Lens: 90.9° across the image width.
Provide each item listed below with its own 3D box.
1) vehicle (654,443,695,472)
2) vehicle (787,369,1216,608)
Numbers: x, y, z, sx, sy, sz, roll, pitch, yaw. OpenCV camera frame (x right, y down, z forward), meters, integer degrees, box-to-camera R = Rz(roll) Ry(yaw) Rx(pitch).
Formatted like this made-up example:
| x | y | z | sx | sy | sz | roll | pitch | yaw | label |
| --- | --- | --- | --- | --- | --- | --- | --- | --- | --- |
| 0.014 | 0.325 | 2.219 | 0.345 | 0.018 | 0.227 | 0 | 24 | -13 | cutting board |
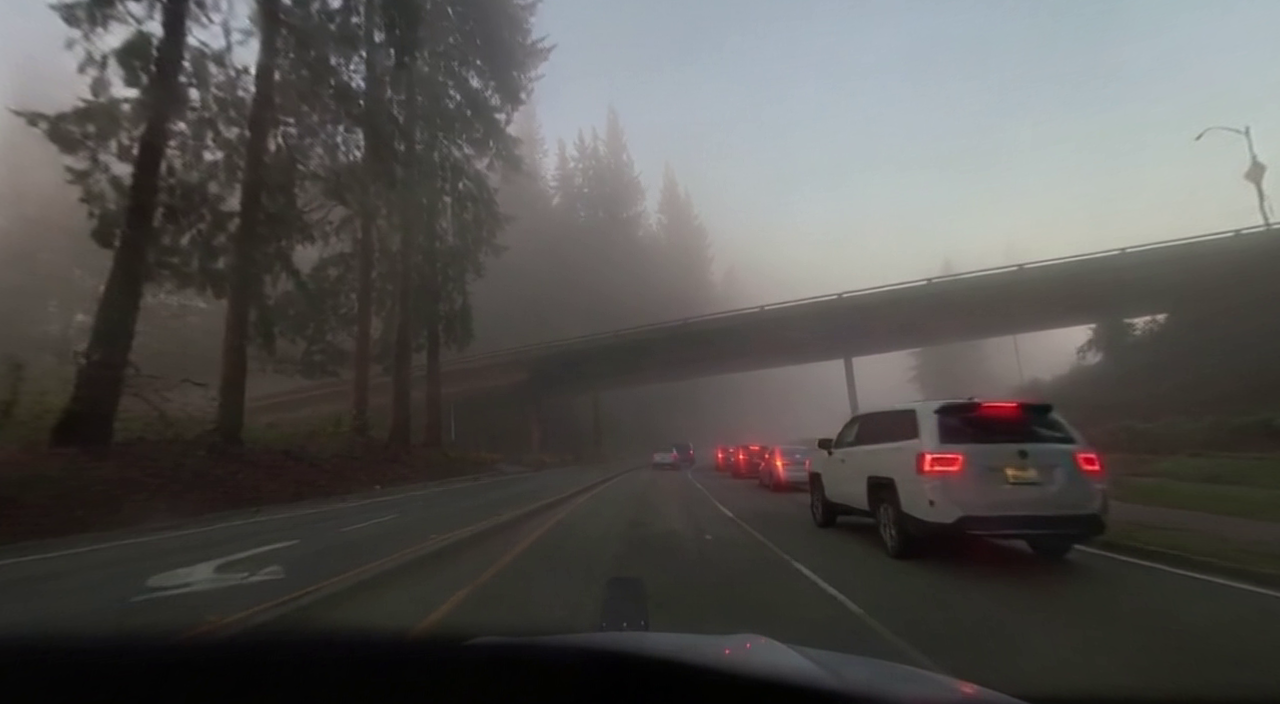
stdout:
| x | y | z | sx | sy | sz | roll | pitch | yaw | label |
| --- | --- | --- | --- | --- | --- | --- | --- | --- | --- |
| 1.954 | 5.778 | 34.730 | 2.078 | 1.506 | 4.058 | -1 | -8 | 6 | vehicle |
| 3.516 | 1.462 | 7.637 | 2.273 | 1.944 | 4.866 | 0 | -8 | 0 | vehicle |
